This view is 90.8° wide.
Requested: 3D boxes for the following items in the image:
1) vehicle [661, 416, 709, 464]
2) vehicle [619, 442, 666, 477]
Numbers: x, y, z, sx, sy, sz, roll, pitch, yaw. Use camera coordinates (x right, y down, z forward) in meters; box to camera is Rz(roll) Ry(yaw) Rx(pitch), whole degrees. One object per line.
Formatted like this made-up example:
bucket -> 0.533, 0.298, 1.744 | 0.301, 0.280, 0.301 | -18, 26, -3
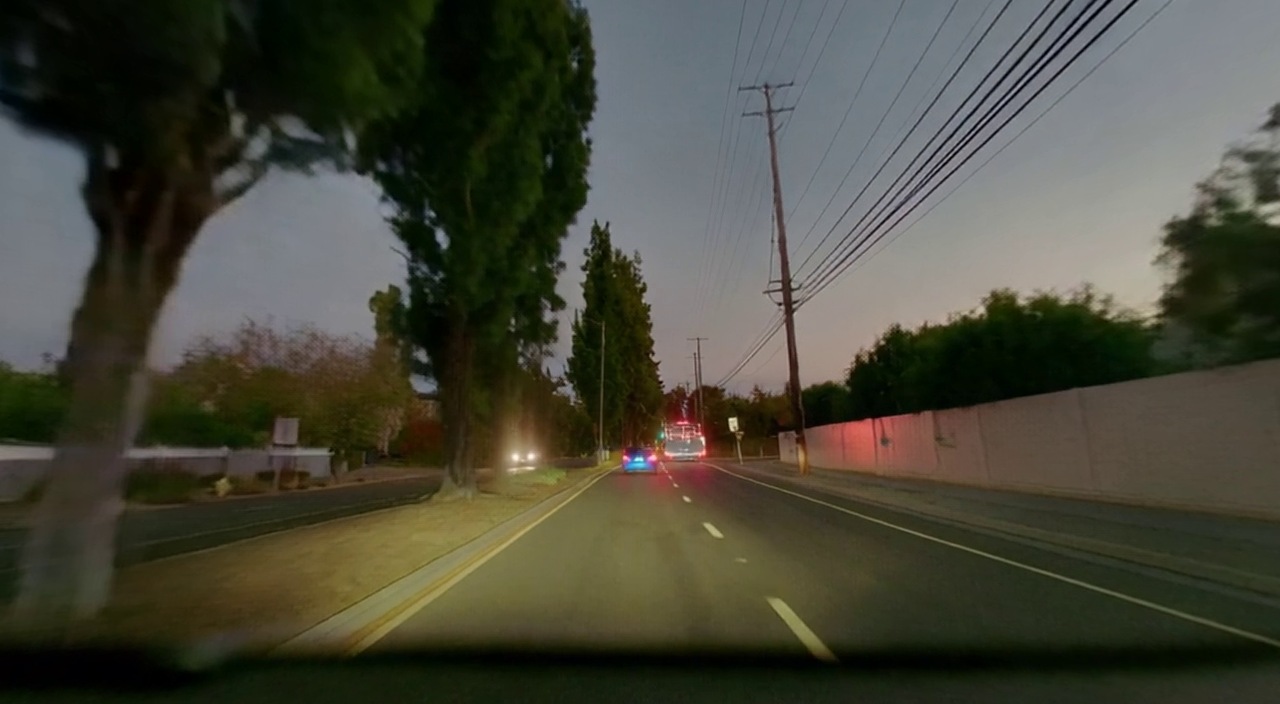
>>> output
vehicle -> 3.263, 6.956, 49.550 | 2.789, 3.285, 12.428 | 0, -8, 0
vehicle -> 0.127, 4.939, 29.333 | 2.018, 1.511, 3.993 | 0, -8, 1
